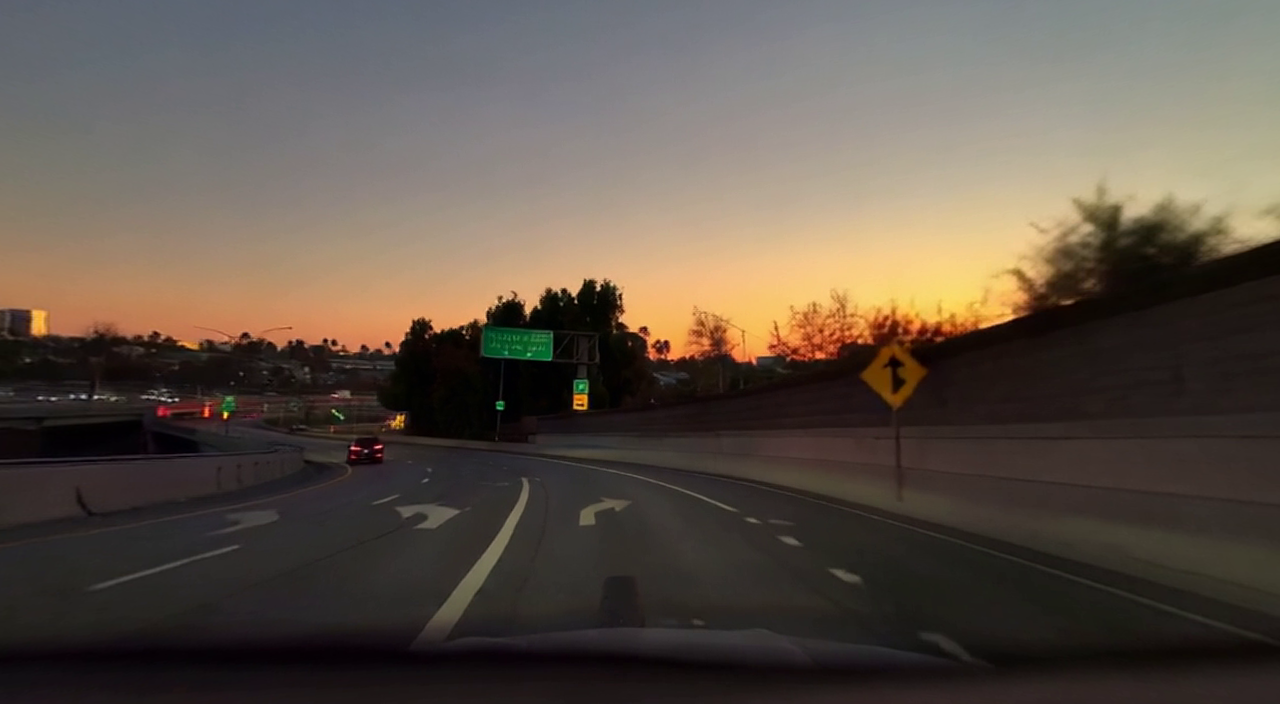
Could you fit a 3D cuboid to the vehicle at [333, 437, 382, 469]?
[{"bbox_3d":[-15.497,5.482,34.392,2.234,1.588,4.484,4,-10,-26],"label":"vehicle"}]
